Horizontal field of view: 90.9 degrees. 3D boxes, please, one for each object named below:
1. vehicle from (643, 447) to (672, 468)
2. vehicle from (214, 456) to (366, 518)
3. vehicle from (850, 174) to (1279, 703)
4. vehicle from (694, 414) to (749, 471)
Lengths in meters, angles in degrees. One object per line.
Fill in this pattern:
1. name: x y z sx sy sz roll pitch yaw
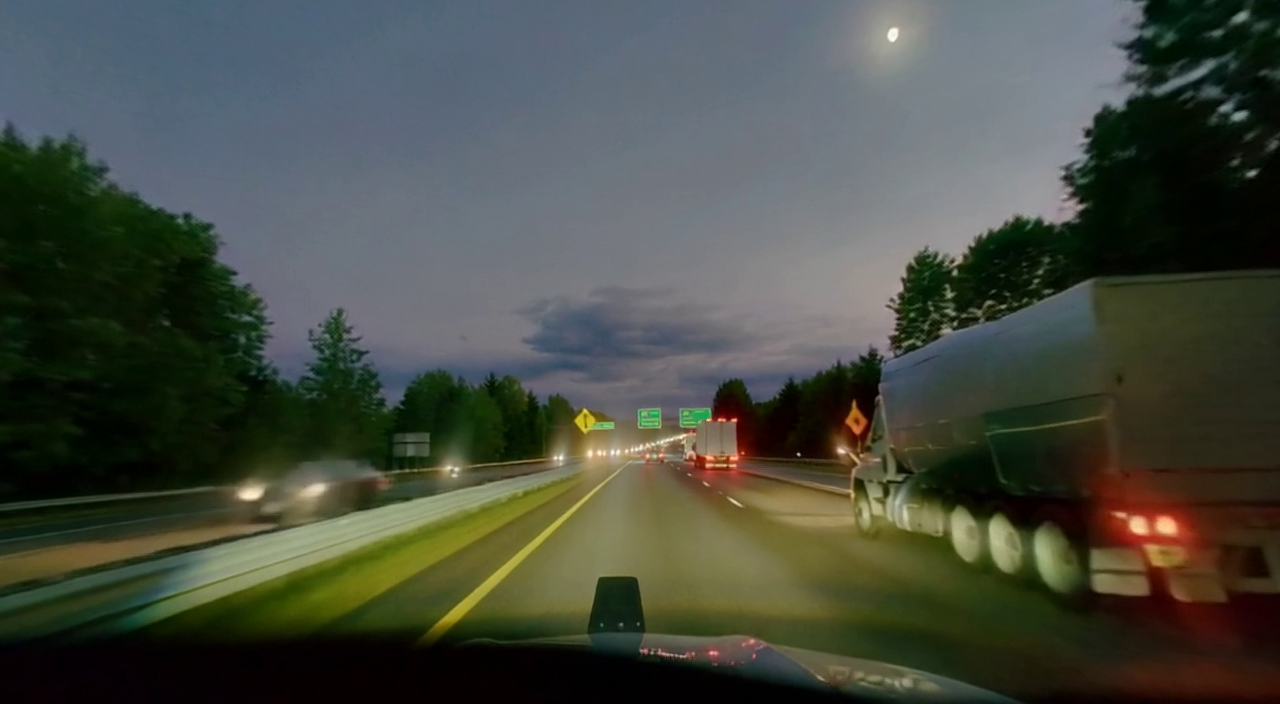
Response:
1. vehicle: 1.236 7.780 46.569 2.049 1.500 3.790 0 -9 0
2. vehicle: -9.772 3.777 18.057 1.835 1.456 4.202 -1 -9 2
3. vehicle: 4.380 0.907 6.015 2.569 2.783 5.984 0 -9 -1
4. vehicle: 5.188 5.983 41.426 2.743 3.367 7.306 0 -9 1
